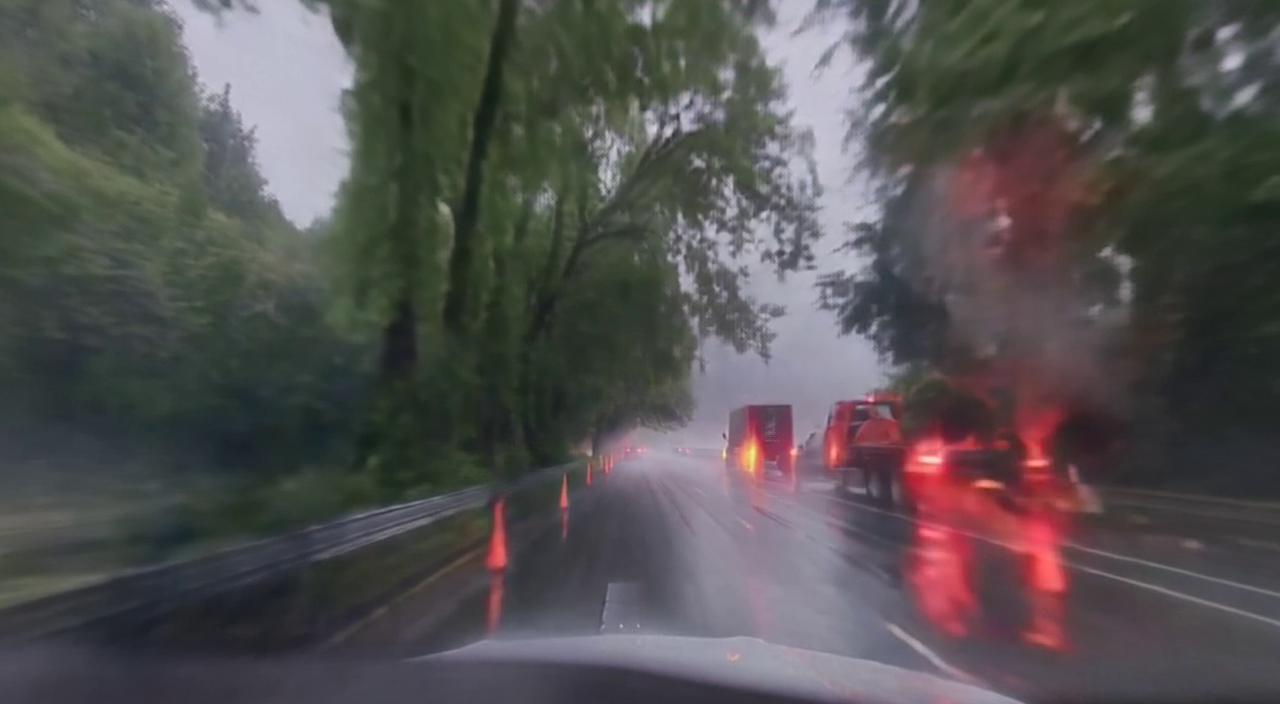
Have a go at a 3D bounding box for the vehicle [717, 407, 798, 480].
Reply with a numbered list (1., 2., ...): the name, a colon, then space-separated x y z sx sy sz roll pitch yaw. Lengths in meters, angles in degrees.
1. vehicle: 6.233 5.095 35.504 2.664 3.418 11.107 0 -8 1

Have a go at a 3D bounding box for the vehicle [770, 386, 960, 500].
1. vehicle: 6.452 2.682 18.702 2.390 2.899 4.603 6 -10 -35
